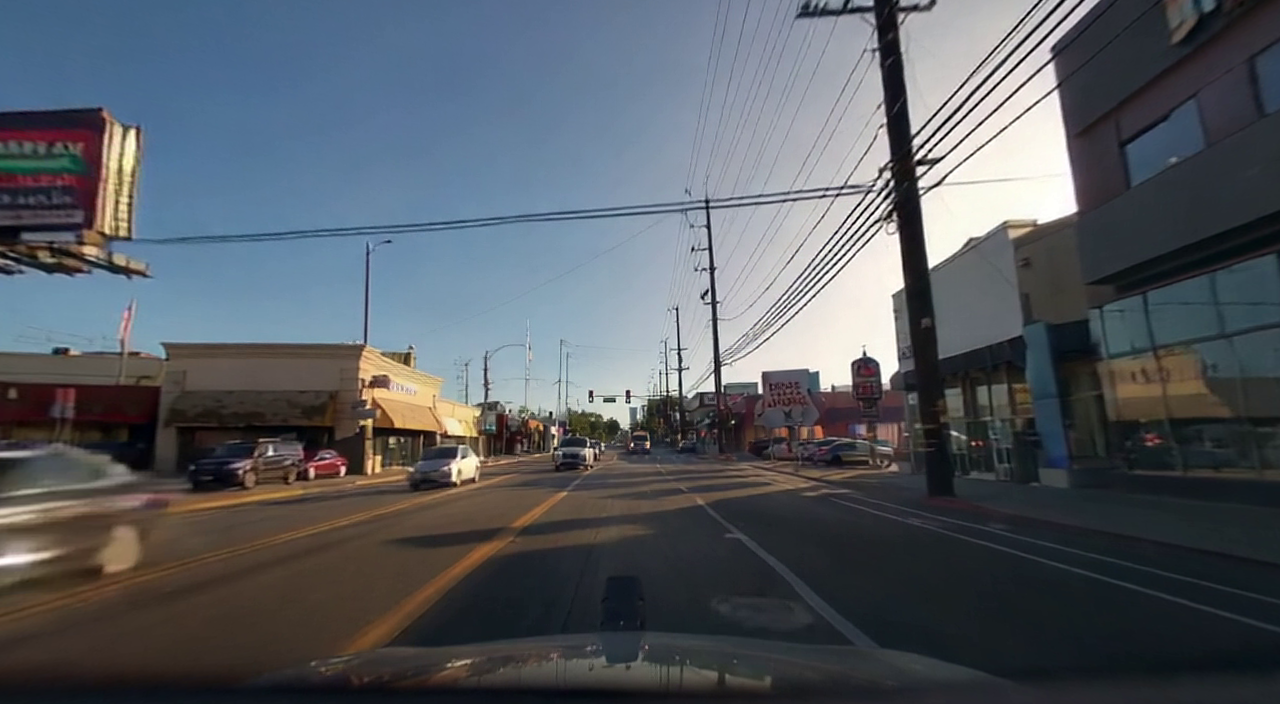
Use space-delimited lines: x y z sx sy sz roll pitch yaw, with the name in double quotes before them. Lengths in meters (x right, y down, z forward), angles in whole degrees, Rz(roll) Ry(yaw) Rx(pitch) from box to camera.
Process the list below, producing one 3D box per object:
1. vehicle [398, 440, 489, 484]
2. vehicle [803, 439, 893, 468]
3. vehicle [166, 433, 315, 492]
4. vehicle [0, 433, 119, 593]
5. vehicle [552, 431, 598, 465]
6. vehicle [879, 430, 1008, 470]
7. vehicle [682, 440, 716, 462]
"vehicle" -7.357 4.159 24.161 2.020 1.479 4.612 0 -9 0
"vehicle" 11.283 5.534 34.456 4.238 1.464 1.862 0 -9 2
"vehicle" -13.891 3.848 22.414 2.044 1.830 4.800 0 -9 2
"vehicle" -7.188 1.421 5.144 1.952 1.536 4.623 0 -9 0
"vehicle" -3.931 5.952 39.226 2.277 1.904 5.583 0 -9 0
"vehicle" 15.045 4.884 31.527 5.307 1.877 2.052 0 -9 -1
"vehicle" 4.053 6.925 44.227 1.926 1.482 4.442 0 -9 -1
